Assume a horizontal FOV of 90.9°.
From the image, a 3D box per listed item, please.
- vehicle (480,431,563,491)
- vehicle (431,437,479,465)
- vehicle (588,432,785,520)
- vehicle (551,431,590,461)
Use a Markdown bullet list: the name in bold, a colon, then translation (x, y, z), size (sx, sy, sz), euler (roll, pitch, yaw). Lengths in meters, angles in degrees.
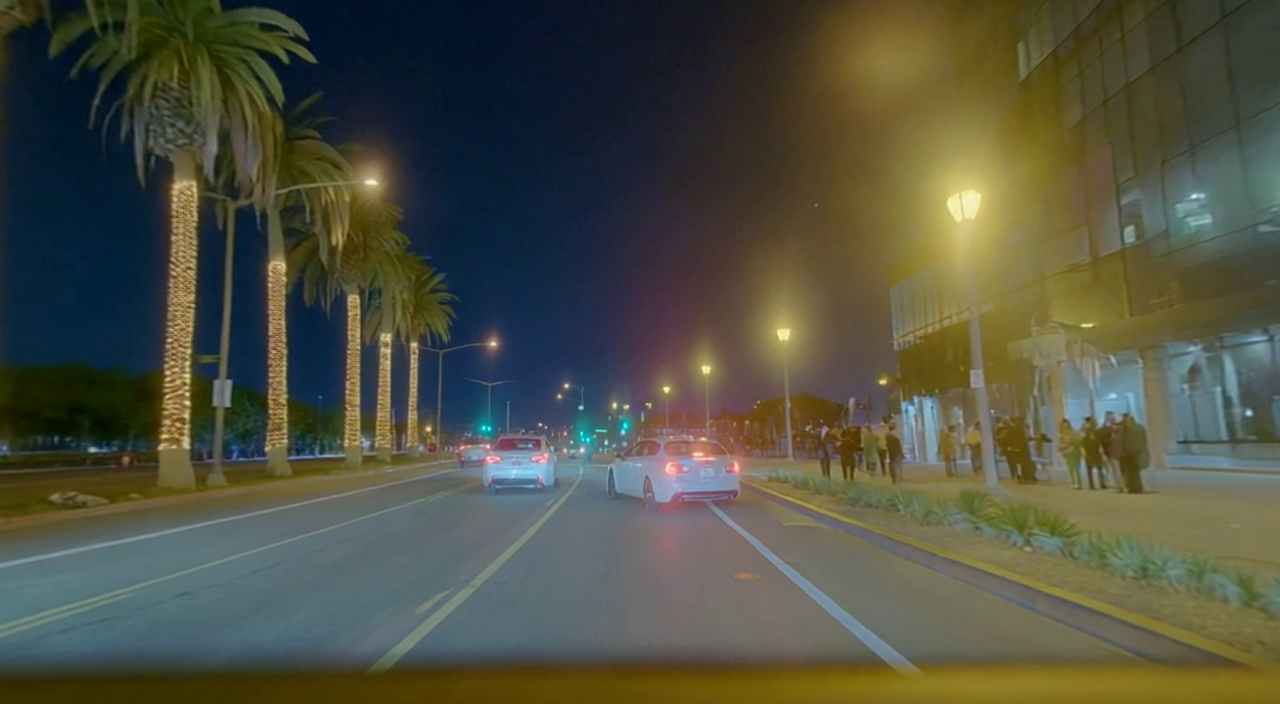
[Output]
- **vehicle**: translation (-3.551, 3.362, 19.715), size (2.039, 1.628, 4.331), euler (0, -9, -4)
- **vehicle**: translation (-11.109, 5.988, 38.194), size (1.930, 1.583, 4.423), euler (0, -9, -5)
- **vehicle**: translation (0.713, 2.486, 13.212), size (1.930, 1.477, 4.657), euler (4, -10, -28)
- **vehicle**: translation (-4.786, 6.596, 44.074), size (2.277, 1.937, 4.487), euler (0, -9, -1)
